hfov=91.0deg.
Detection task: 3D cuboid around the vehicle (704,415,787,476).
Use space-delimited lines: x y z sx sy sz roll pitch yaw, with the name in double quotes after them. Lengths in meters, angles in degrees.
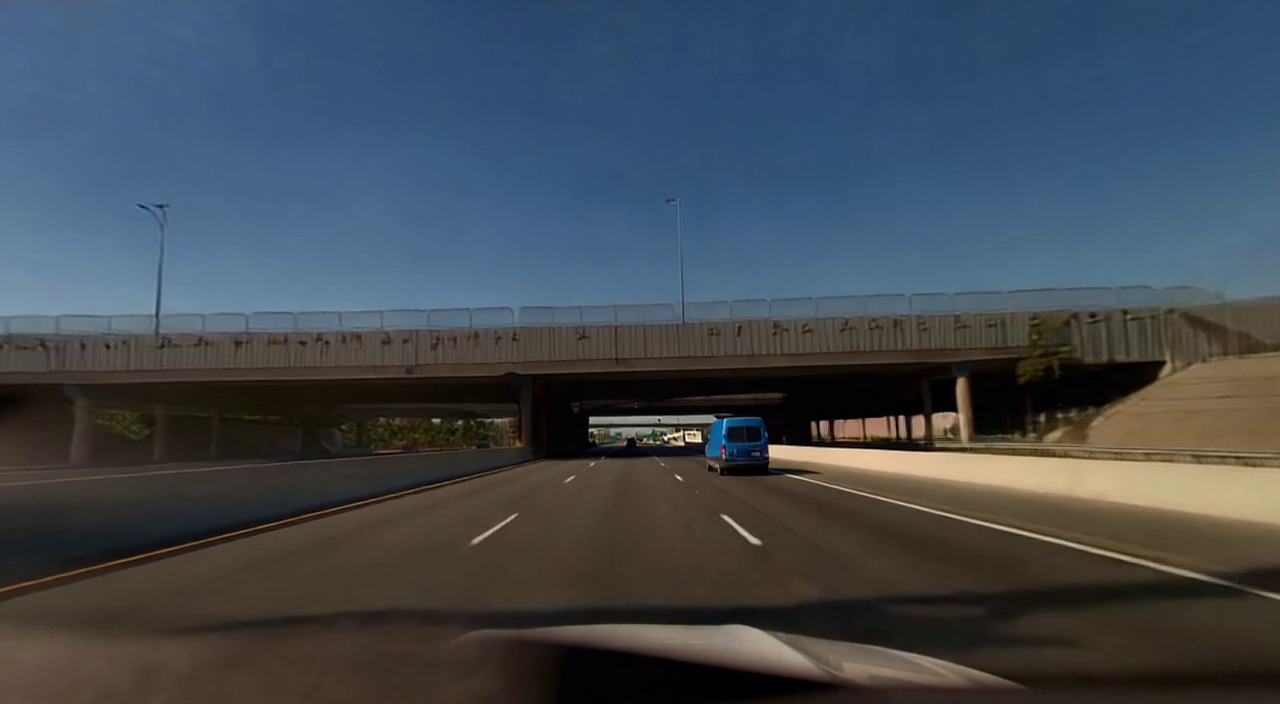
3.772 3.478 23.524 2.161 2.002 4.631 0 -8 -2 "vehicle"
